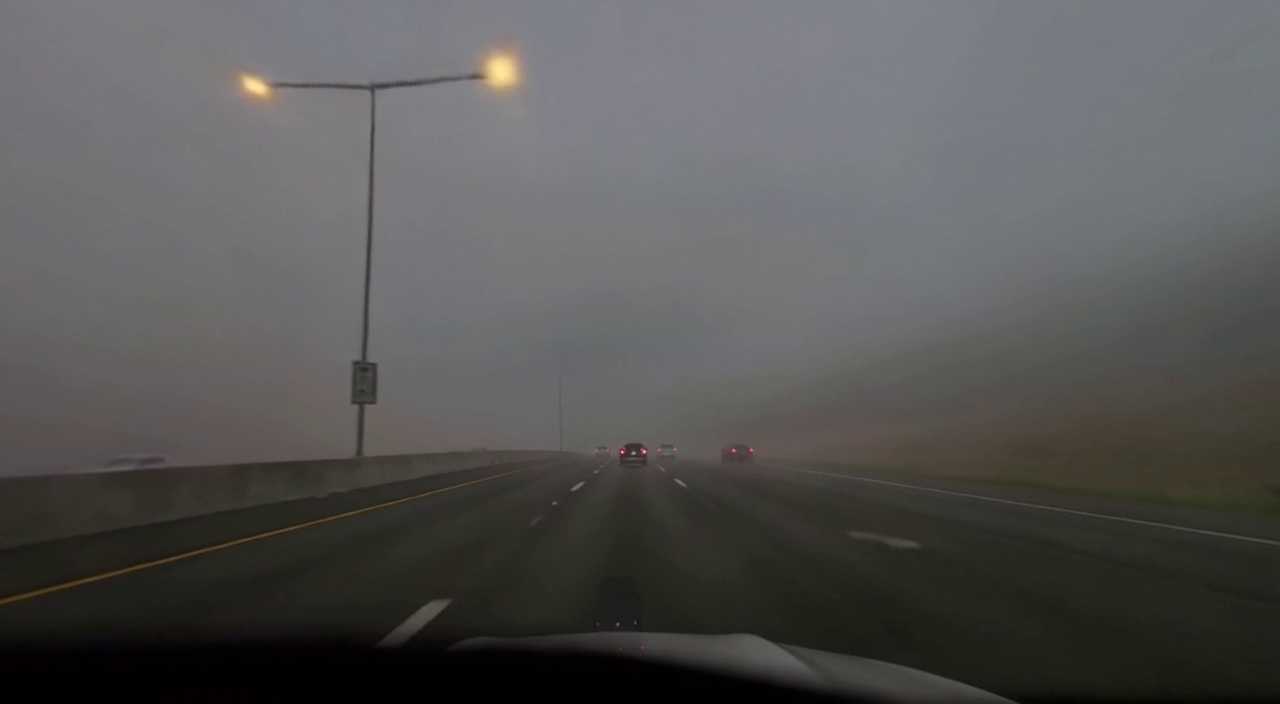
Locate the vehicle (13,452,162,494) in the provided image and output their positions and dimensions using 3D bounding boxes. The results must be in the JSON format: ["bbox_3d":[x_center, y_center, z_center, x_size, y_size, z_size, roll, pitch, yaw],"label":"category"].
[{"bbox_3d":[-22.014,4.799,25.503,1.939,1.456,4.659,0,-9,-3],"label":"vehicle"}]

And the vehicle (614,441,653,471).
[{"bbox_3d":[-0.382,5.582,34.087,1.985,1.457,4.227,0,-9,-1],"label":"vehicle"}]

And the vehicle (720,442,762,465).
[{"bbox_3d":[6.752,6.828,42.580,1.935,1.478,4.433,0,-9,-2],"label":"vehicle"}]
